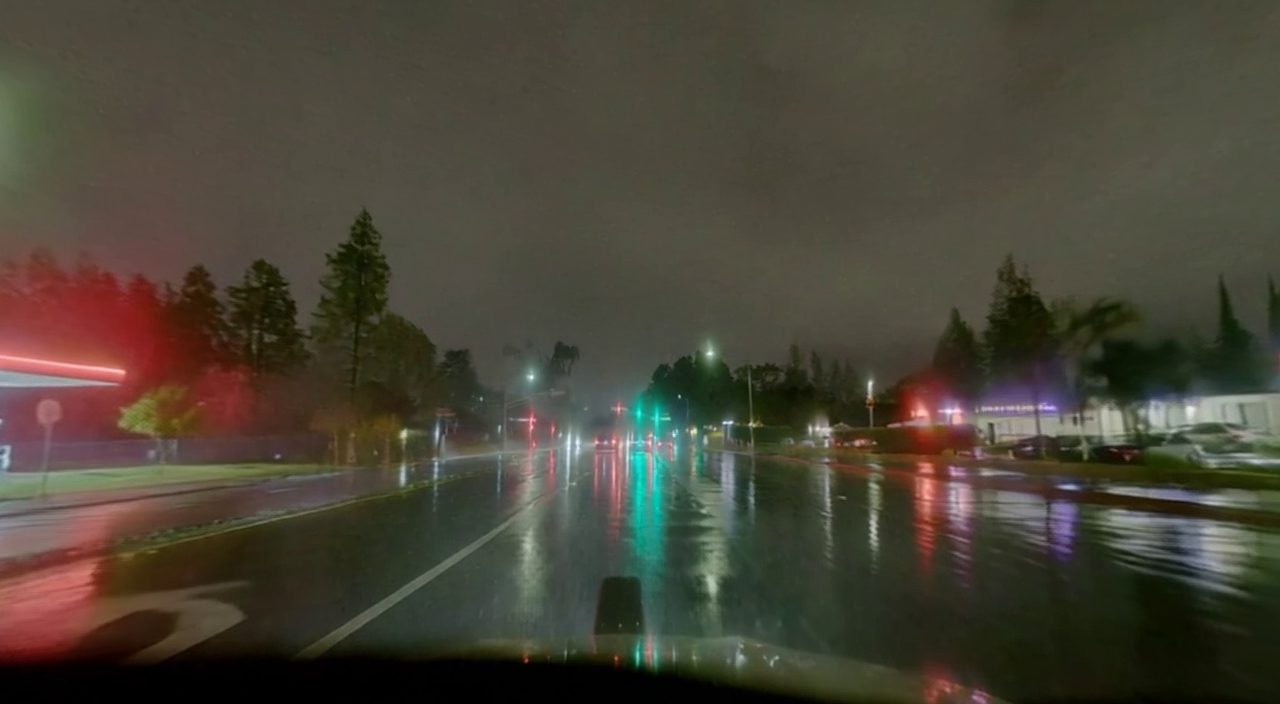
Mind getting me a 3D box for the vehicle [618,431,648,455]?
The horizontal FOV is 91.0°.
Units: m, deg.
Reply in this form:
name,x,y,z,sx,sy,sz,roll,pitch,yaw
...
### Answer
name,x,y,z,sx,sy,sz,roll,pitch,yaw
vehicle,-0.512,6.907,47.623,2.146,1.742,4.095,0,-8,-1
